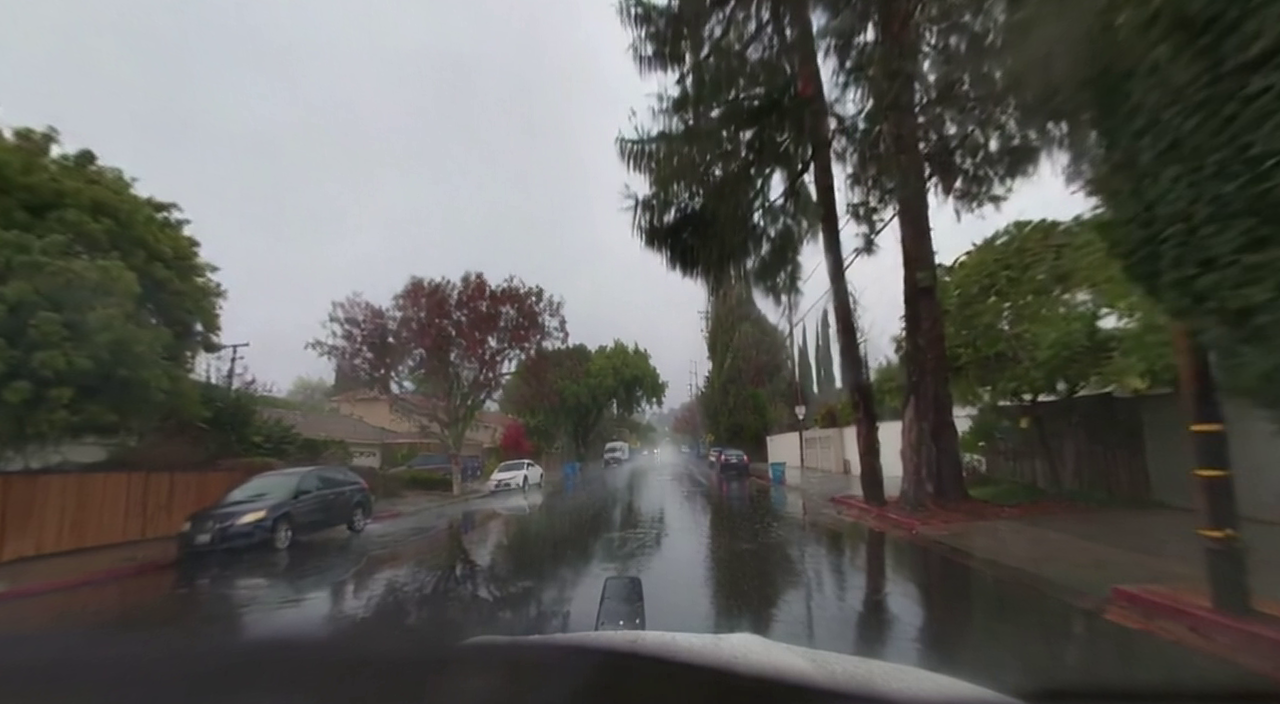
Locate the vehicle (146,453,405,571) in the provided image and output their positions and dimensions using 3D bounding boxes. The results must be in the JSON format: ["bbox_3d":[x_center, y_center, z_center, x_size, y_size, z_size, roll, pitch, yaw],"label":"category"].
[{"bbox_3d":[-6.595,2.879,12.217,2.061,1.466,4.660,-5,-7,4],"label":"vehicle"}]

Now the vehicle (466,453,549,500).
[{"bbox_3d":[-5.478,5.203,26.746,2.062,1.500,4.629,-4,-7,6],"label":"vehicle"}]

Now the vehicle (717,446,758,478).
[{"bbox_3d":[5.039,5.734,33.146,1.903,1.500,4.057,-2,-8,6],"label":"vehicle"}]

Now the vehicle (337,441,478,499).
[{"bbox_3d":[-10.012,5.080,28.048,2.416,2.211,6.384,-3,-8,17],"label":"vehicle"}]
